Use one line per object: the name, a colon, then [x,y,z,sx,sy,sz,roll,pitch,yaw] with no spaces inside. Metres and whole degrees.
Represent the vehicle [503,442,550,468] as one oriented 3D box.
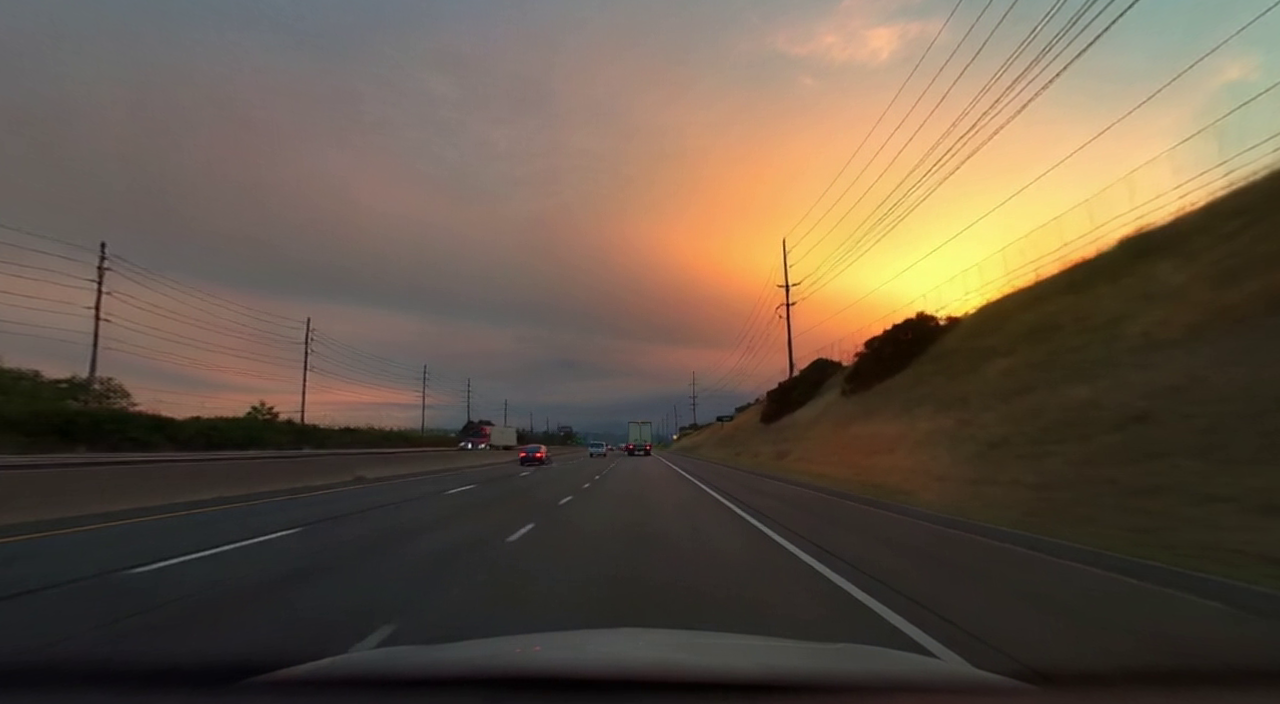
vehicle: [-7.191,6.595,40.403,2.066,1.558,4.607,0,-9,1]
